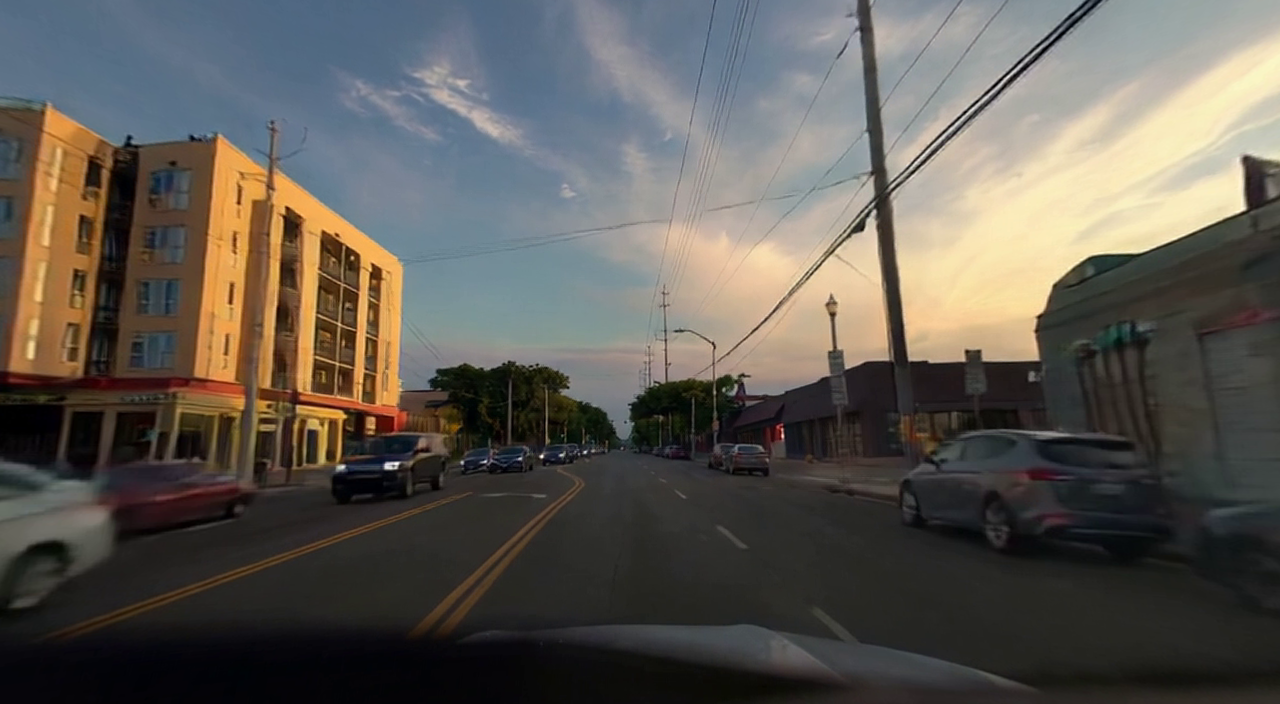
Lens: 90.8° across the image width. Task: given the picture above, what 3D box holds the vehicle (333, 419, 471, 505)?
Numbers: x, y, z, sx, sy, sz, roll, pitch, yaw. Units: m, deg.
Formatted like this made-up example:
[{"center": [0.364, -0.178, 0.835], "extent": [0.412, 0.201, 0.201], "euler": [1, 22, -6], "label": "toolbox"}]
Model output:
[{"center": [-6.075, 2.867, 16.840], "extent": [1.937, 1.944, 4.640], "euler": [0, -8, -1], "label": "vehicle"}]

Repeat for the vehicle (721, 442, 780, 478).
[{"center": [5.196, 5.143, 30.333], "extent": [1.957, 1.572, 4.418], "euler": [0, -8, -1], "label": "vehicle"}]

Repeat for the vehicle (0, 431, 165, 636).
[{"center": [-5.745, 1.253, 4.062], "extent": [2.095, 1.493, 4.216], "euler": [0, -8, 0], "label": "vehicle"}]

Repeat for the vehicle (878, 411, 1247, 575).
[{"center": [5.715, 1.964, 9.725], "extent": [2.059, 1.804, 5.182], "euler": [0, -8, 0], "label": "vehicle"}]

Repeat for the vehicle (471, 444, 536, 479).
[{"center": [-6.218, 5.015, 29.321], "extent": [2.052, 1.481, 4.248], "euler": [0, -8, 1], "label": "vehicle"}]

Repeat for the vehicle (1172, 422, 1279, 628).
[{"center": [5.891, 1.151, 3.680], "extent": [1.915, 1.569, 4.117], "euler": [0, -8, -1], "label": "vehicle"}]

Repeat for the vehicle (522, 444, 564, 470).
[{"center": [-6.052, 6.550, 39.646], "extent": [1.949, 1.533, 3.864], "euler": [0, -8, 1], "label": "vehicle"}]
